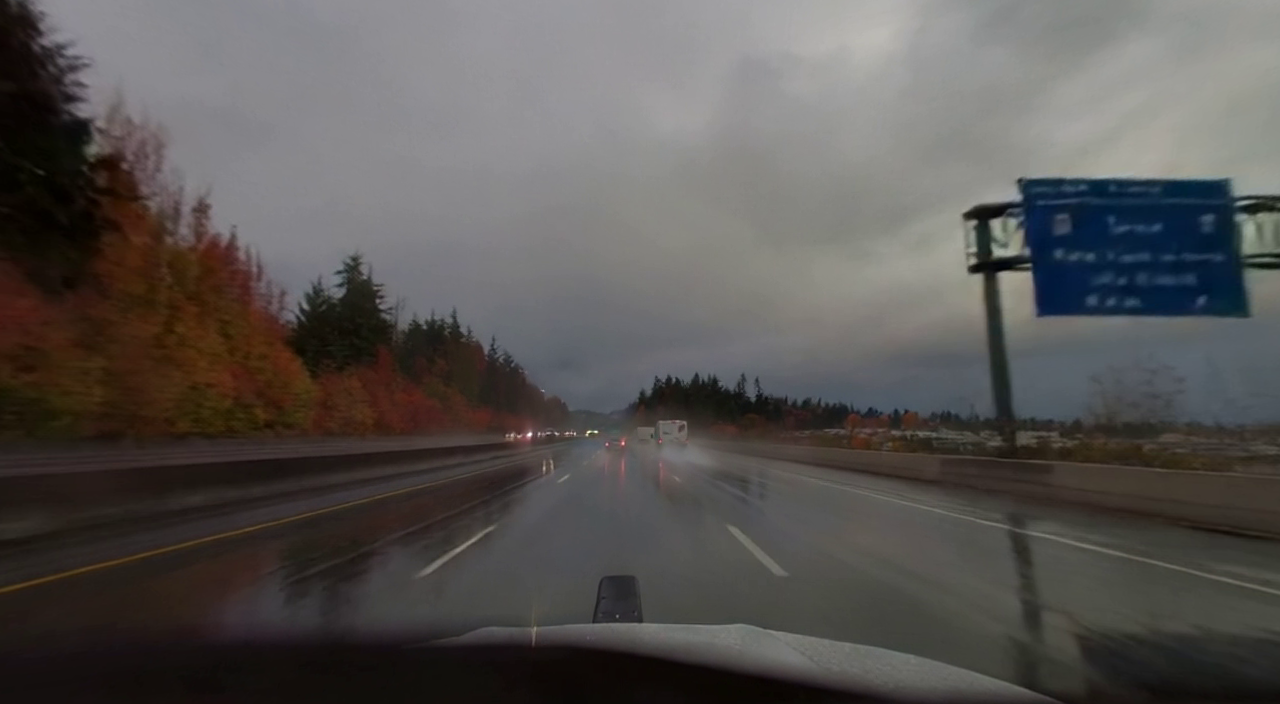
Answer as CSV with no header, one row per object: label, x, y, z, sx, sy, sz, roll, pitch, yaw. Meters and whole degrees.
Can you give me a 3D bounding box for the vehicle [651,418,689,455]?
vehicle,2.195,6.376,47.287,2.411,2.614,5.781,0,-8,-1
